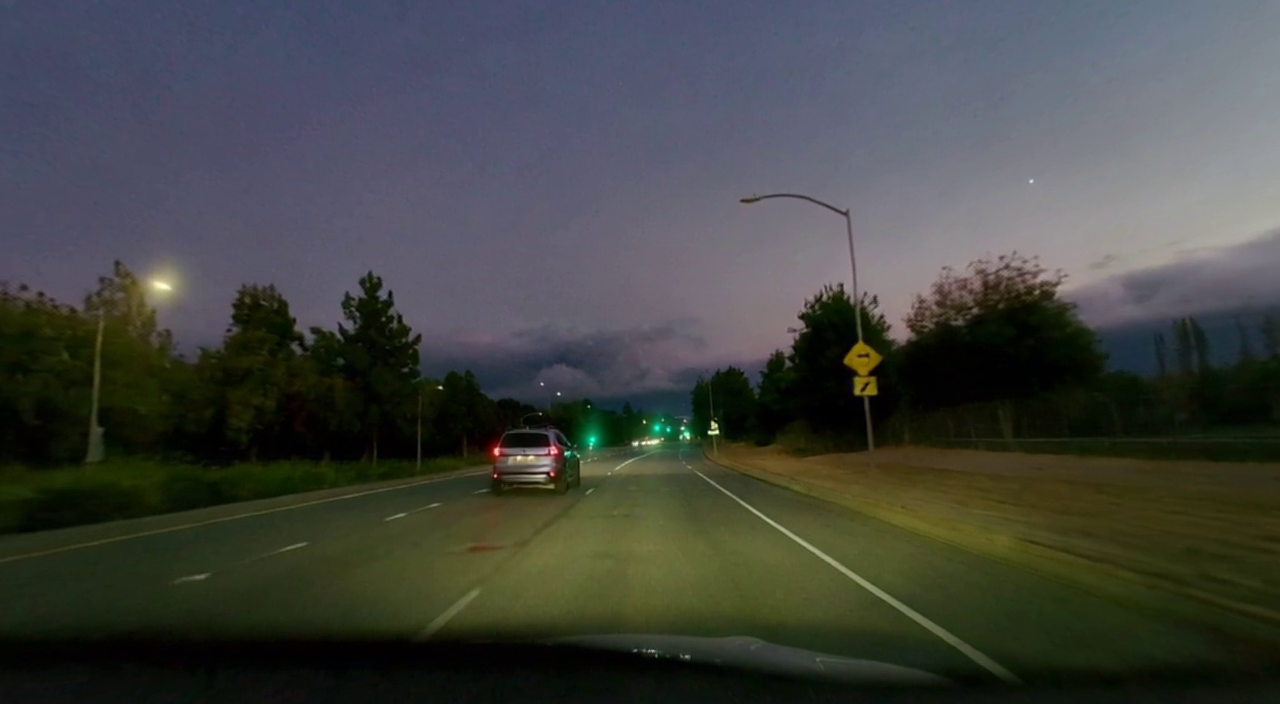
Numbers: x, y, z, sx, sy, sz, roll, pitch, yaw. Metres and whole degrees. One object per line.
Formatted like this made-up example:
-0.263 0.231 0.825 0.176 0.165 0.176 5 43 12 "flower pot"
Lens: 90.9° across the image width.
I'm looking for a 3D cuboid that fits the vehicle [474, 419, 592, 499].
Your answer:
-2.678 2.824 17.080 2.160 1.855 4.695 -1 -8 3 "vehicle"
